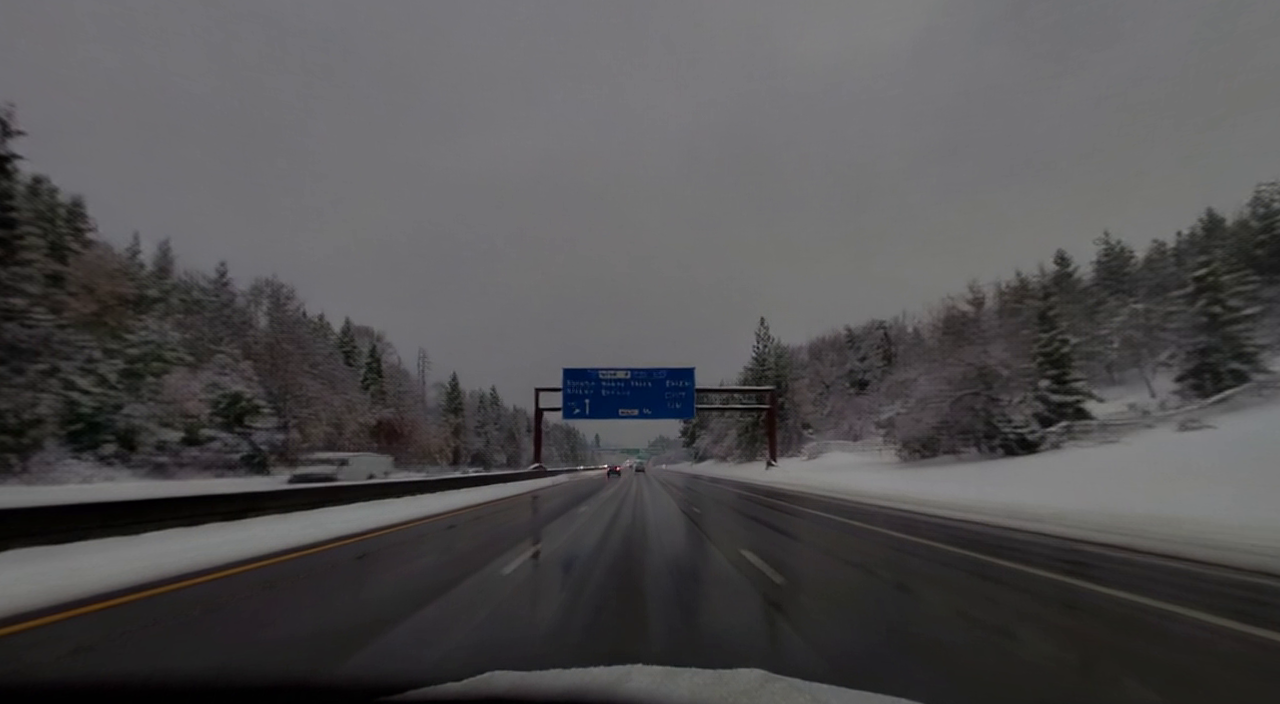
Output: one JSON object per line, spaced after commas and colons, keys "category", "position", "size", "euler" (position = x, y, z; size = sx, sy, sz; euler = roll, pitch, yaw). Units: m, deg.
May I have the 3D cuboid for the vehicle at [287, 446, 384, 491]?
{"category": "vehicle", "position": [-15.120, 5.853, 31.575], "size": [2.360, 1.999, 4.727], "euler": [0, -10, 1]}
